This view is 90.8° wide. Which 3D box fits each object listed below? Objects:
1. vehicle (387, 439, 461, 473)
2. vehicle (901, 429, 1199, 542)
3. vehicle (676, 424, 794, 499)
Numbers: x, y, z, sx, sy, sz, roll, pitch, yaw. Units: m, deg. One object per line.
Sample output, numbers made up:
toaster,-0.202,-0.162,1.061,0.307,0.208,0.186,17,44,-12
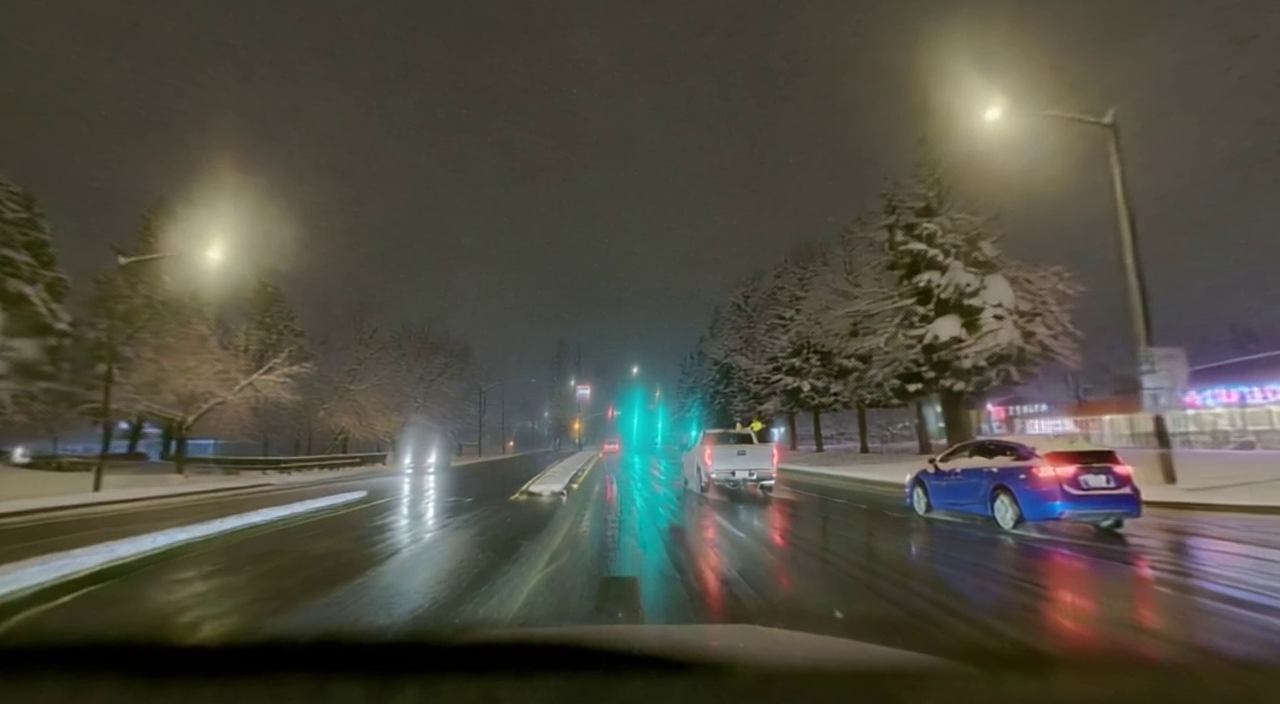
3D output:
vehicle,-13.572,6.588,40.241,2.868,1.978,5.632,0,-8,-2
vehicle,6.370,2.101,10.598,1.986,1.480,4.296,0,-8,-2
vehicle,2.383,2.952,17.379,2.214,1.749,4.998,1,-9,-3
